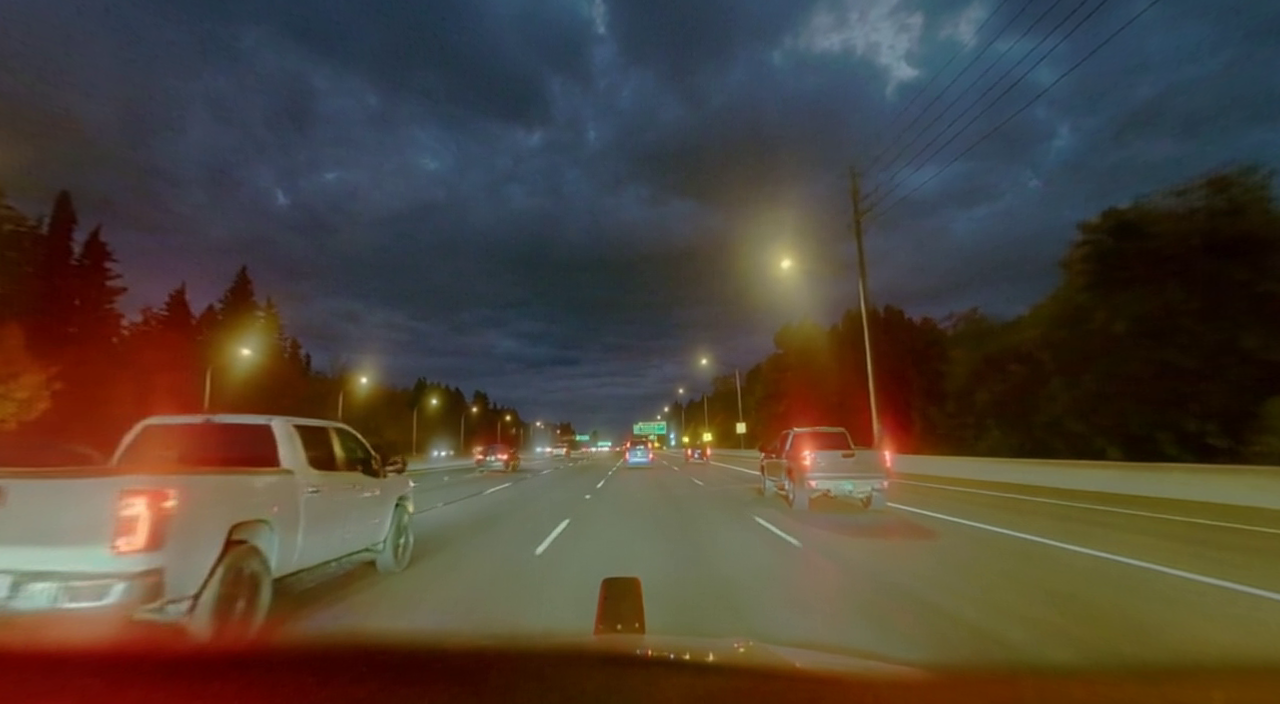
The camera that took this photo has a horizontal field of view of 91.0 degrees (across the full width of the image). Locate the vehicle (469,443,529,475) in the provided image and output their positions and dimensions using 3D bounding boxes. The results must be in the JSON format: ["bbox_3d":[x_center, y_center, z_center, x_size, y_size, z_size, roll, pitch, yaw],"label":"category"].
[{"bbox_3d":[-7.140,5.440,32.301,2.014,1.526,4.577,0,-9,0],"label":"vehicle"}]

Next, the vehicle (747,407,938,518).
[{"bbox_3d":[4.167,2.448,14.345,2.388,1.998,5.749,0,-9,0],"label":"vehicle"}]

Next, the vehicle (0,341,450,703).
[{"bbox_3d":[-3.280,1.172,4.904,2.154,1.783,4.476,0,-9,0],"label":"vehicle"}]

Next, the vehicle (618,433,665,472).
[{"bbox_3d":[0.072,5.473,34.441,2.372,1.957,5.121,0,-9,0],"label":"vehicle"}]

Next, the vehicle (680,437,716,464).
[{"bbox_3d":[4.510,7.828,49.992,2.380,1.976,5.614,0,-9,0],"label":"vehicle"}]
